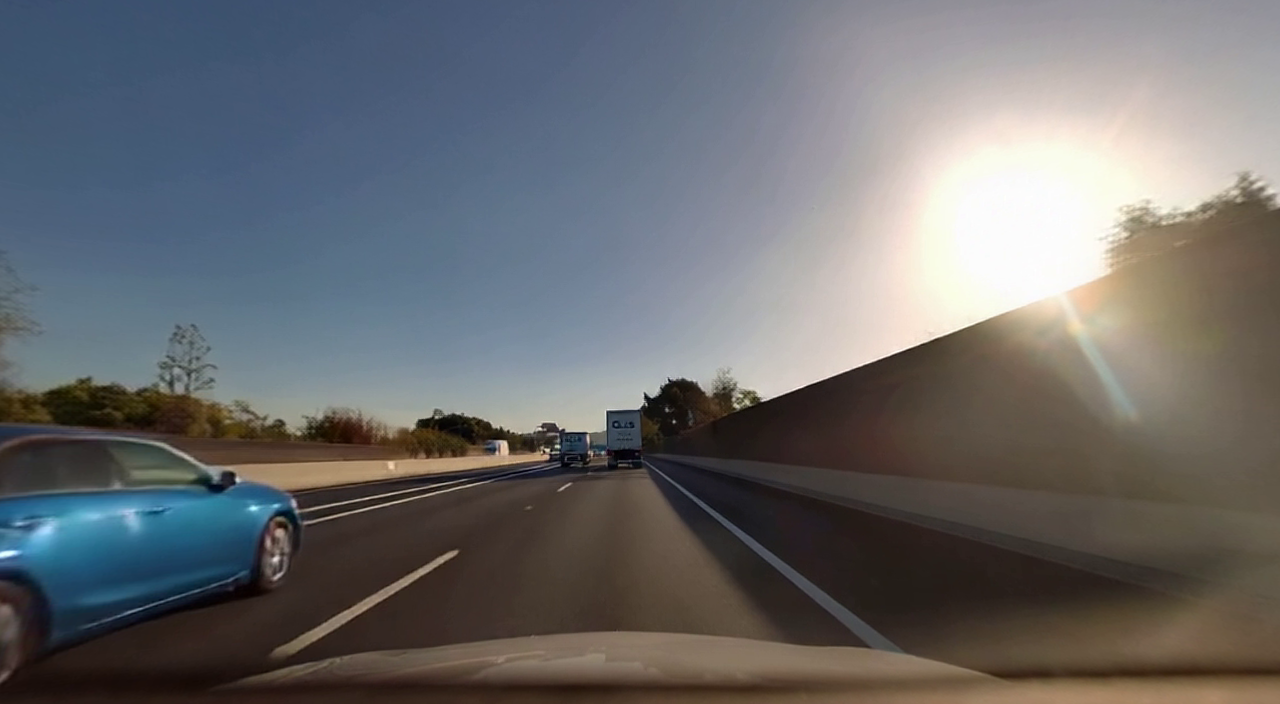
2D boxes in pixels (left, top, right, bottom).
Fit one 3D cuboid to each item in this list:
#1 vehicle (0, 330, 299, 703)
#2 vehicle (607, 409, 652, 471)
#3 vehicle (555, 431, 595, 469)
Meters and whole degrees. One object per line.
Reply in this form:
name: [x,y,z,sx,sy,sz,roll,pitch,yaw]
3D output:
vehicle: [-4.375,0.898,3.361,2.226,1.935,5.130,0,-9,0]
vehicle: [-0.844,6.476,45.855,2.923,4.007,9.760,0,-9,-2]
vehicle: [-4.911,7.550,48.401,2.529,2.697,5.935,0,-9,-1]
